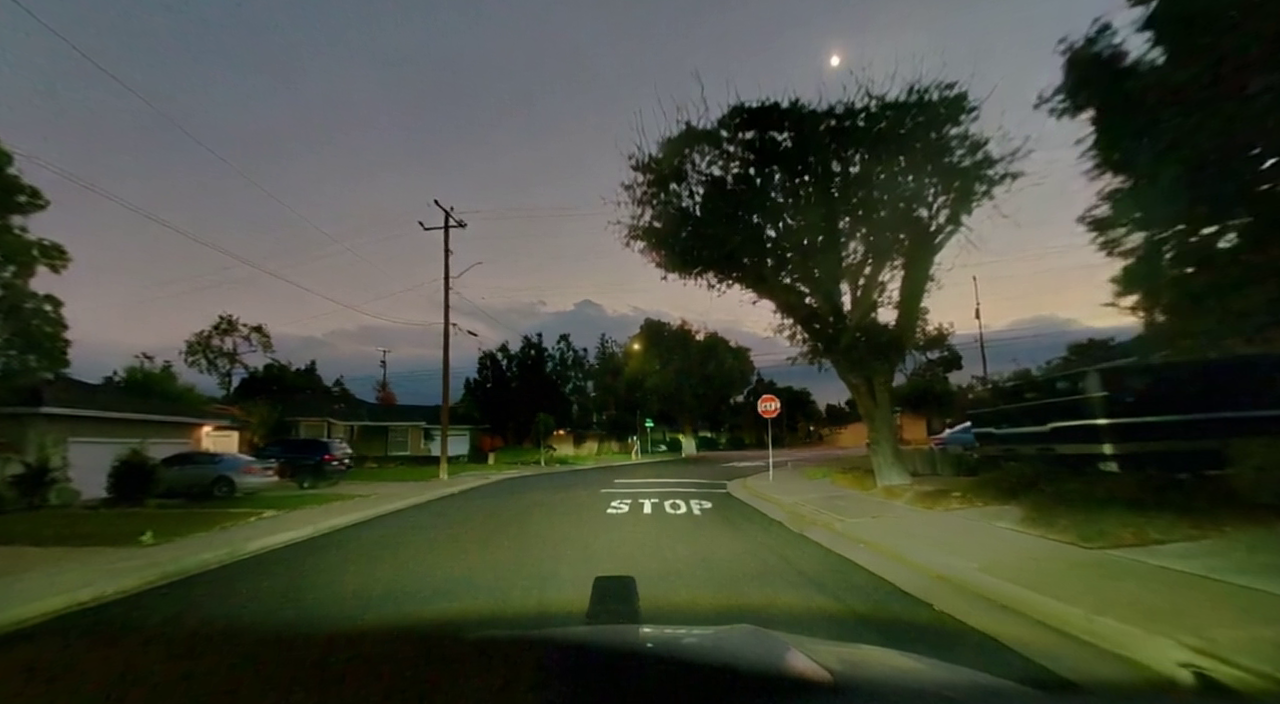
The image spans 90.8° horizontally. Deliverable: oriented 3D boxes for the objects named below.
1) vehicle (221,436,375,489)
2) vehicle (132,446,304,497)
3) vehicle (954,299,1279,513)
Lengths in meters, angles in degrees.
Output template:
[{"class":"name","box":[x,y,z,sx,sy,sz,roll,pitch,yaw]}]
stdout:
[{"class":"vehicle","box":[-12.508,4.062,23.378,4.484,1.852,2.009,0,-8,-1]},{"class":"vehicle","box":[-13.330,3.768,20.146,4.103,1.498,1.909,0,-8,2]},{"class":"vehicle","box":[10.779,1.011,10.953,8.828,3.111,3.352,1,-8,0]}]
